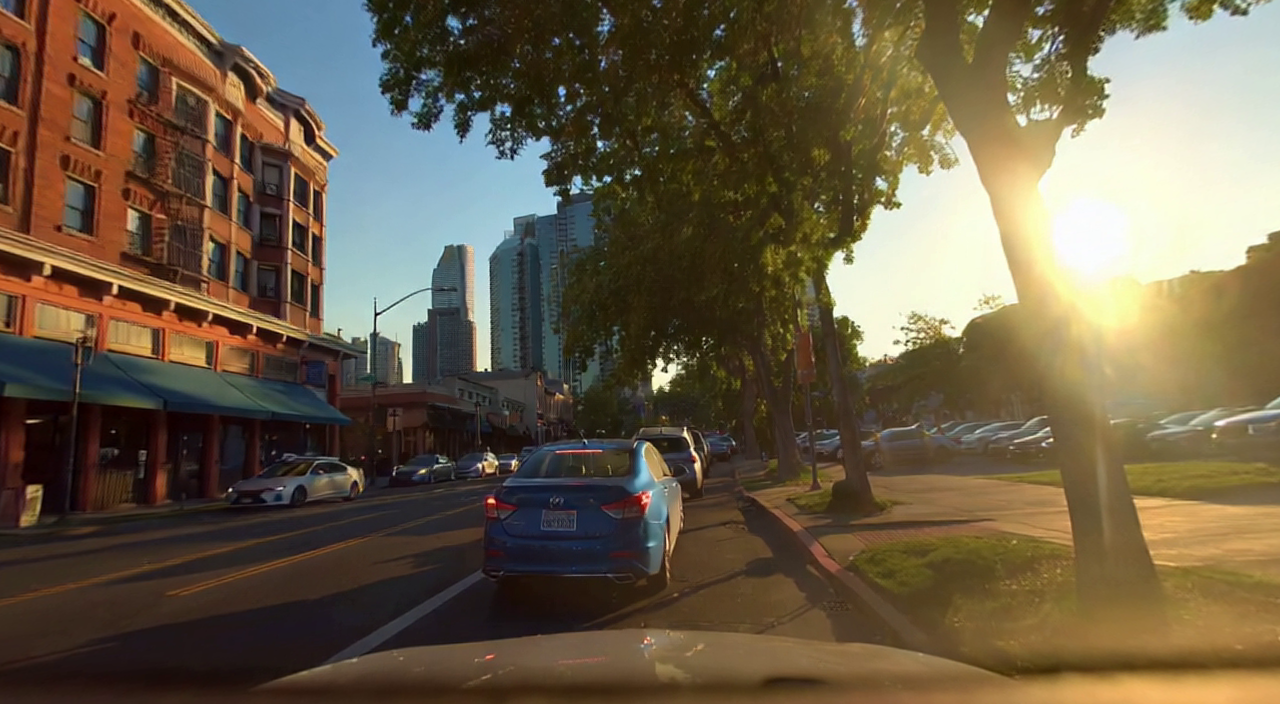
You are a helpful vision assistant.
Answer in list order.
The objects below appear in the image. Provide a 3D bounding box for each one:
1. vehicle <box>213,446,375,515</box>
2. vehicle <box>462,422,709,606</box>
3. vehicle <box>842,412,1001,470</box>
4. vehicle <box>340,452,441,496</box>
[{"bbox_3d":[-11.002,4.064,20.588,2.081,1.718,5.342,-6,-9,3],"label":"vehicle"},{"bbox_3d":[-0.277,1.634,7.283,1.939,1.478,3.922,-1,-8,8],"label":"vehicle"},{"bbox_3d":[9.023,2.827,20.218,4.558,1.528,1.915,0,-8,-23],"label":"vehicle"},{"bbox_3d":[-10.250,5.027,26.279,1.826,1.432,4.556,-7,-9,8],"label":"vehicle"}]
